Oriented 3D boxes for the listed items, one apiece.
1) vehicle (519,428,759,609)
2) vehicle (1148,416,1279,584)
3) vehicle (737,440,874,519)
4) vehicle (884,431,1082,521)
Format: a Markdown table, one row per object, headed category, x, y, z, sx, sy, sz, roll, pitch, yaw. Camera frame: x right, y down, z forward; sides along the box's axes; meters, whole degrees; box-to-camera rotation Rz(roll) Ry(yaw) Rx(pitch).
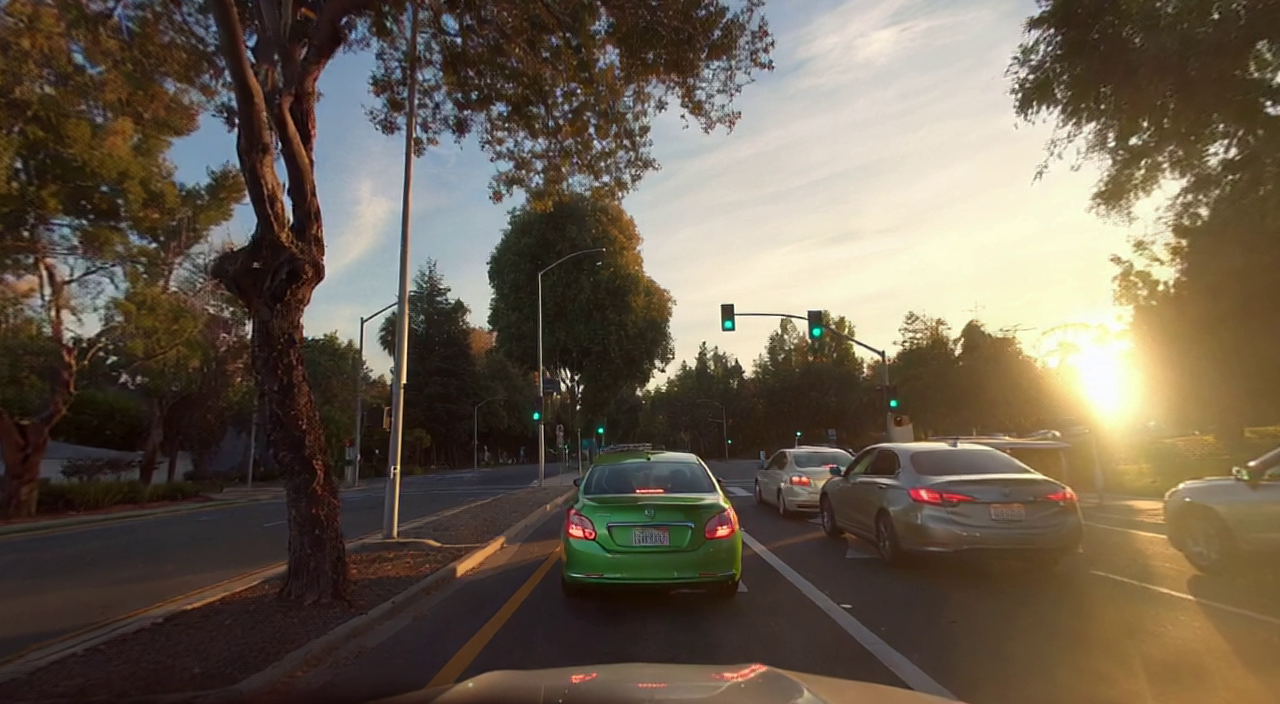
| category | x | y | z | sx | sy | sz | roll | pitch | yaw |
| --- | --- | --- | --- | --- | --- | --- | --- | --- | --- |
| vehicle | 0.012 | 1.715 | 7.320 | 2.015 | 1.502 | 3.898 | 0 | -9 | 1 |
| vehicle | 6.933 | 1.357 | 5.689 | 1.783 | 1.572 | 3.421 | 0 | -9 | 1 |
| vehicle | 3.547 | 2.817 | 14.436 | 1.934 | 1.494 | 4.446 | 0 | -9 | 0 |
| vehicle | 7.029 | 2.568 | 13.521 | 1.923 | 1.611 | 4.094 | 0 | -9 | 0 |
